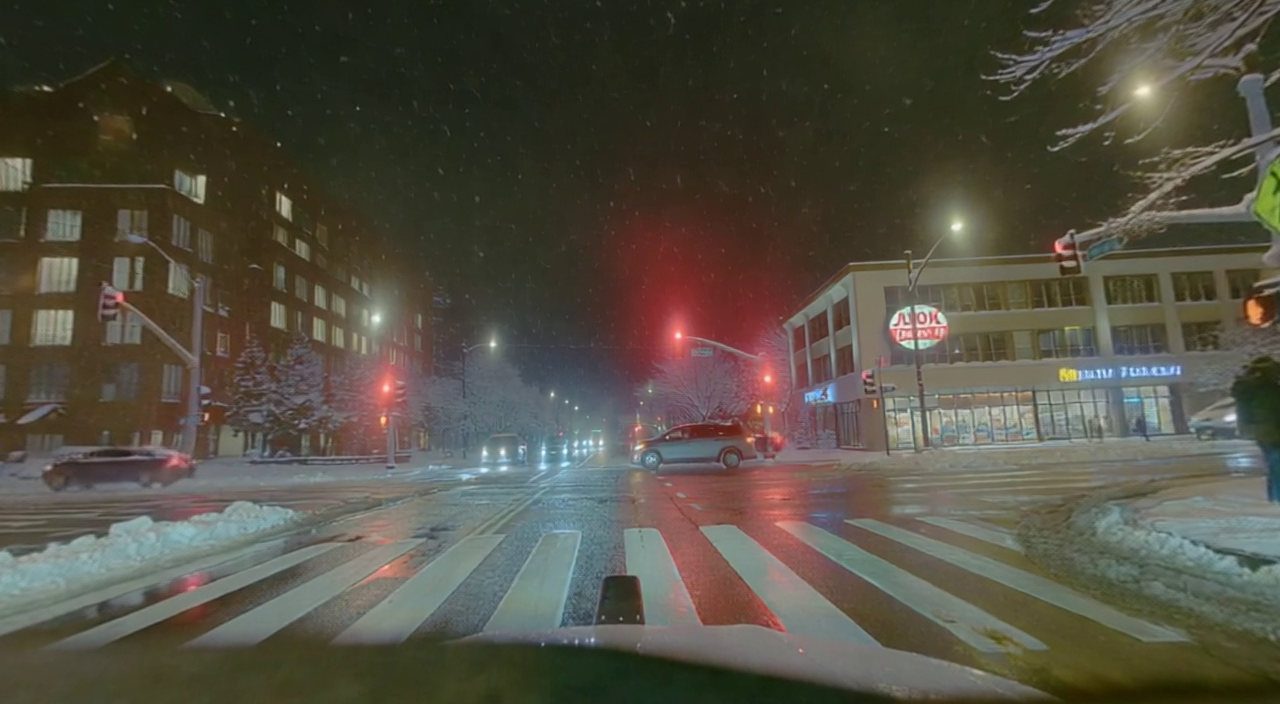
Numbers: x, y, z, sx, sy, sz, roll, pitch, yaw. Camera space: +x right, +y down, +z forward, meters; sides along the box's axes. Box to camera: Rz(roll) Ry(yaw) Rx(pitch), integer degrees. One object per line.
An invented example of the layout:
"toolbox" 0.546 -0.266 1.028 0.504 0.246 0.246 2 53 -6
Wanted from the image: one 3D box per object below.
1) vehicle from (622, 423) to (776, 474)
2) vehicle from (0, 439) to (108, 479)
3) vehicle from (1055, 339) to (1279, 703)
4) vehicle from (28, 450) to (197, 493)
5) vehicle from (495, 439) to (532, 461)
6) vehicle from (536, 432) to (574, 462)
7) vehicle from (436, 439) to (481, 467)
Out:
"vehicle" 1.842 3.107 20.406 4.612 1.521 1.811 1 -9 -10
"vehicle" -31.535 5.619 33.551 2.205 1.903 5.877 1 -9 -10
"vehicle" 3.016 0.615 0.875 1.866 1.654 4.354 0 -8 0
"vehicle" -19.473 4.400 23.509 4.475 1.458 1.681 1 -9 -8
"vehicle" -8.636 6.726 43.486 1.906 1.402 4.904 0 -8 -5
"vehicle" -5.137 5.805 38.651 1.976 1.683 4.117 0 -8 -4
"vehicle" -10.890 6.098 38.212 1.885 1.545 4.124 1 -8 -6
